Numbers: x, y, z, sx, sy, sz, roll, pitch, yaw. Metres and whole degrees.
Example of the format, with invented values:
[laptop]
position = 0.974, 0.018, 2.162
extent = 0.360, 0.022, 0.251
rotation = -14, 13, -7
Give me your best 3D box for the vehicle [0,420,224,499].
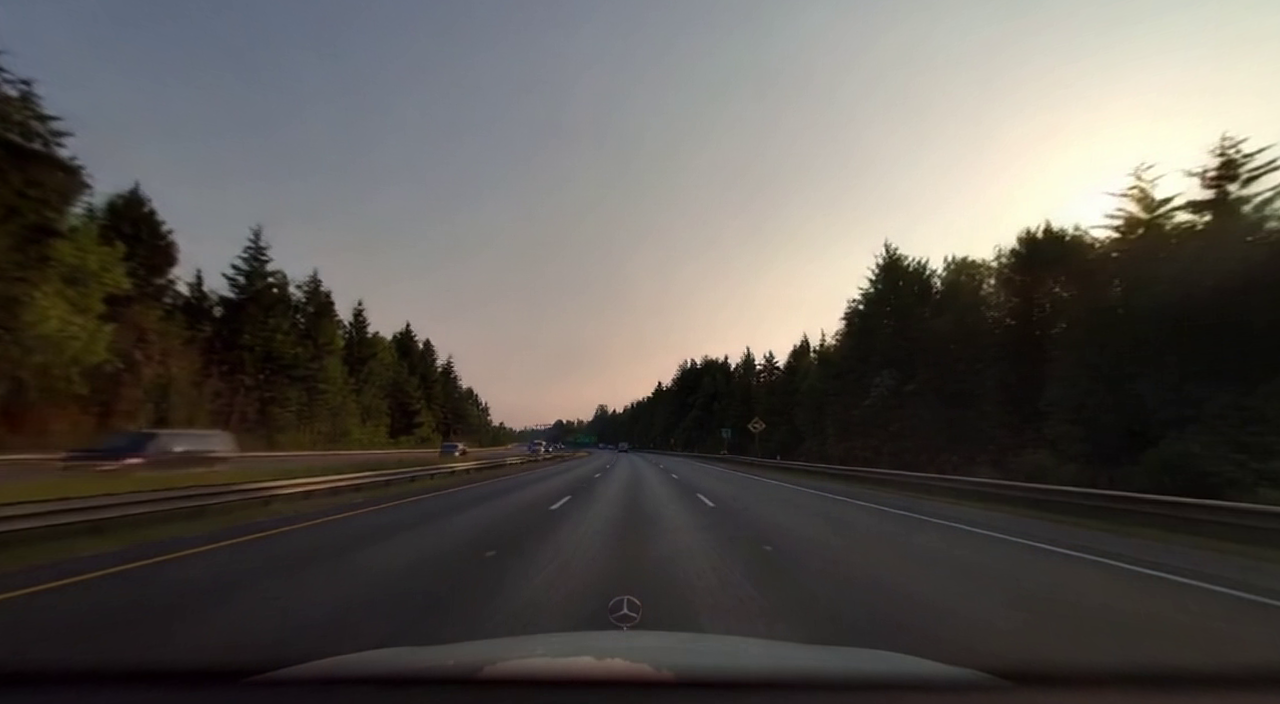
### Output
[vehicle]
position = -11.894, 2.407, 14.297
extent = 2.041, 1.513, 4.136
rotation = 0, -9, 0
